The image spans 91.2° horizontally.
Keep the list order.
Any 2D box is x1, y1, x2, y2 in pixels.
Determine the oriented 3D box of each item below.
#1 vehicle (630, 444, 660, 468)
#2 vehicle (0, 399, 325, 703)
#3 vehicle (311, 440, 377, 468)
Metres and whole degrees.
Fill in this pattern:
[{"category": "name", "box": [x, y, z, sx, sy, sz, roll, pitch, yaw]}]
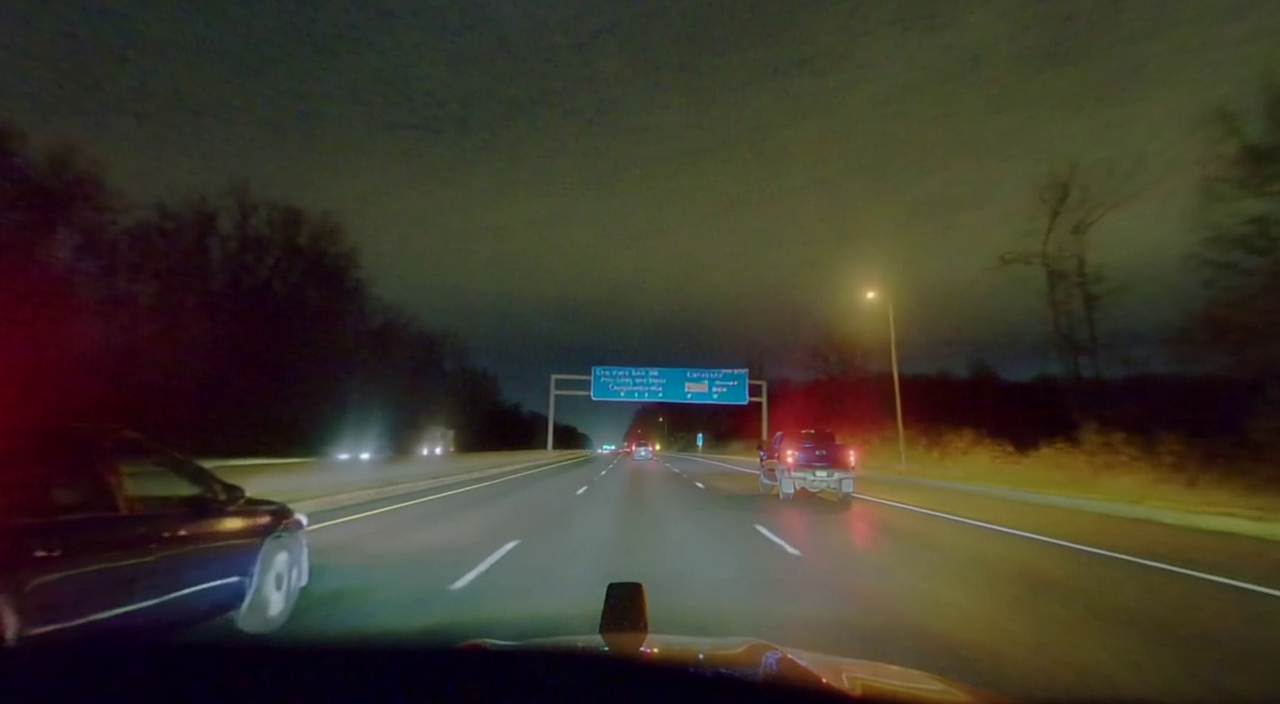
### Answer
[{"category": "vehicle", "box": [0.318, 6.801, 41.335, 1.859, 1.478, 3.799, 0, -8, 0]}, {"category": "vehicle", "box": [-3.481, 0.962, 2.569, 2.012, 1.500, 4.452, 0, -8, 1]}, {"category": "vehicle", "box": [-17.323, 5.977, 36.932, 1.825, 1.494, 4.267, 0, -8, 0]}]
